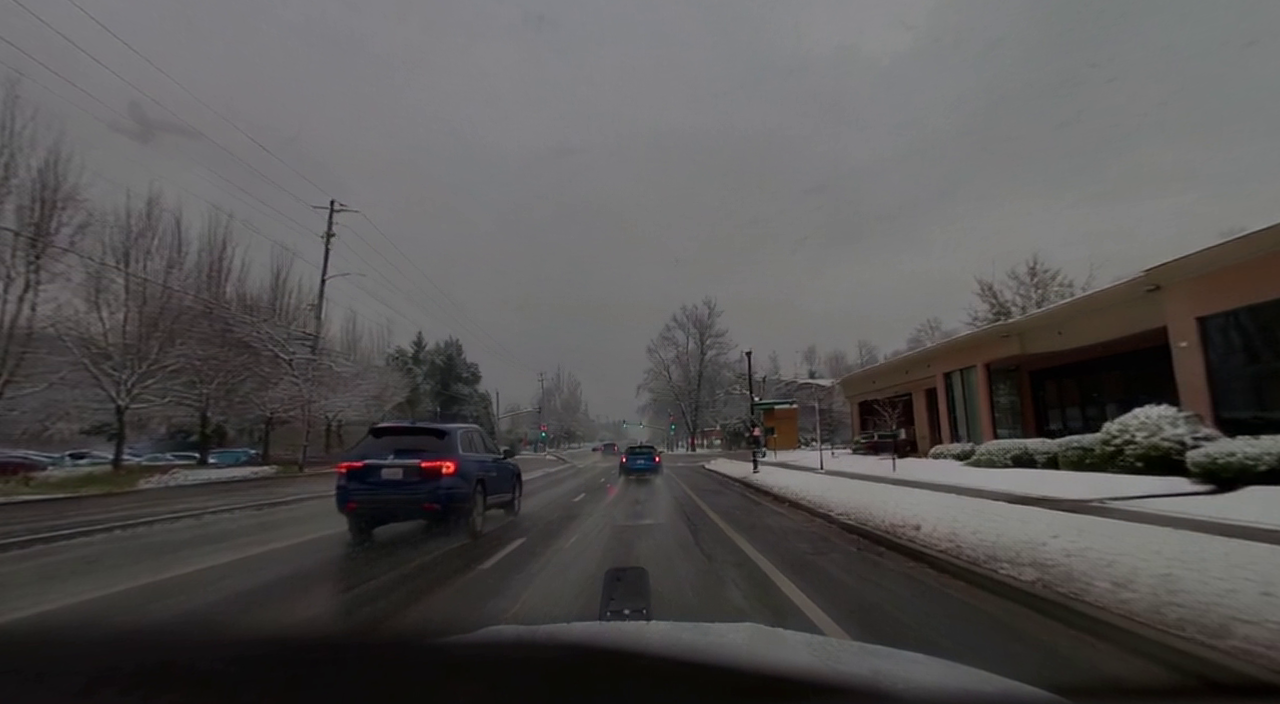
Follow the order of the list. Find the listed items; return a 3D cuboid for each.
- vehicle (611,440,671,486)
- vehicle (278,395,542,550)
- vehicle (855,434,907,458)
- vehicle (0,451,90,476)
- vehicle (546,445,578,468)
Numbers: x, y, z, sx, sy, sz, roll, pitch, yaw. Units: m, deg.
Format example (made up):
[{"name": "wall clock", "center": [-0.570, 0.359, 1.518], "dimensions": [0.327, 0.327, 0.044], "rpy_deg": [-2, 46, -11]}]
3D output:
[{"name": "vehicle", "center": [0.086, 4.257, 24.481], "dimensions": [2.108, 1.612, 4.246], "rpy_deg": [0, -9, 1]}, {"name": "vehicle", "center": [-3.431, 1.988, 11.000], "dimensions": [2.358, 1.990, 5.447], "rpy_deg": [0, -9, 2]}, {"name": "vehicle", "center": [17.508, 6.860, 45.929], "dimensions": [1.856, 1.491, 4.209], "rpy_deg": [-4, -8, -3]}, {"name": "vehicle", "center": [-30.804, 5.513, 31.285], "dimensions": [2.200, 1.117, 4.928], "rpy_deg": [-2, -9, 10]}, {"name": "vehicle", "center": [-6.083, 8.184, 49.533], "dimensions": [1.906, 1.705, 4.024], "rpy_deg": [0, -9, 2]}]
